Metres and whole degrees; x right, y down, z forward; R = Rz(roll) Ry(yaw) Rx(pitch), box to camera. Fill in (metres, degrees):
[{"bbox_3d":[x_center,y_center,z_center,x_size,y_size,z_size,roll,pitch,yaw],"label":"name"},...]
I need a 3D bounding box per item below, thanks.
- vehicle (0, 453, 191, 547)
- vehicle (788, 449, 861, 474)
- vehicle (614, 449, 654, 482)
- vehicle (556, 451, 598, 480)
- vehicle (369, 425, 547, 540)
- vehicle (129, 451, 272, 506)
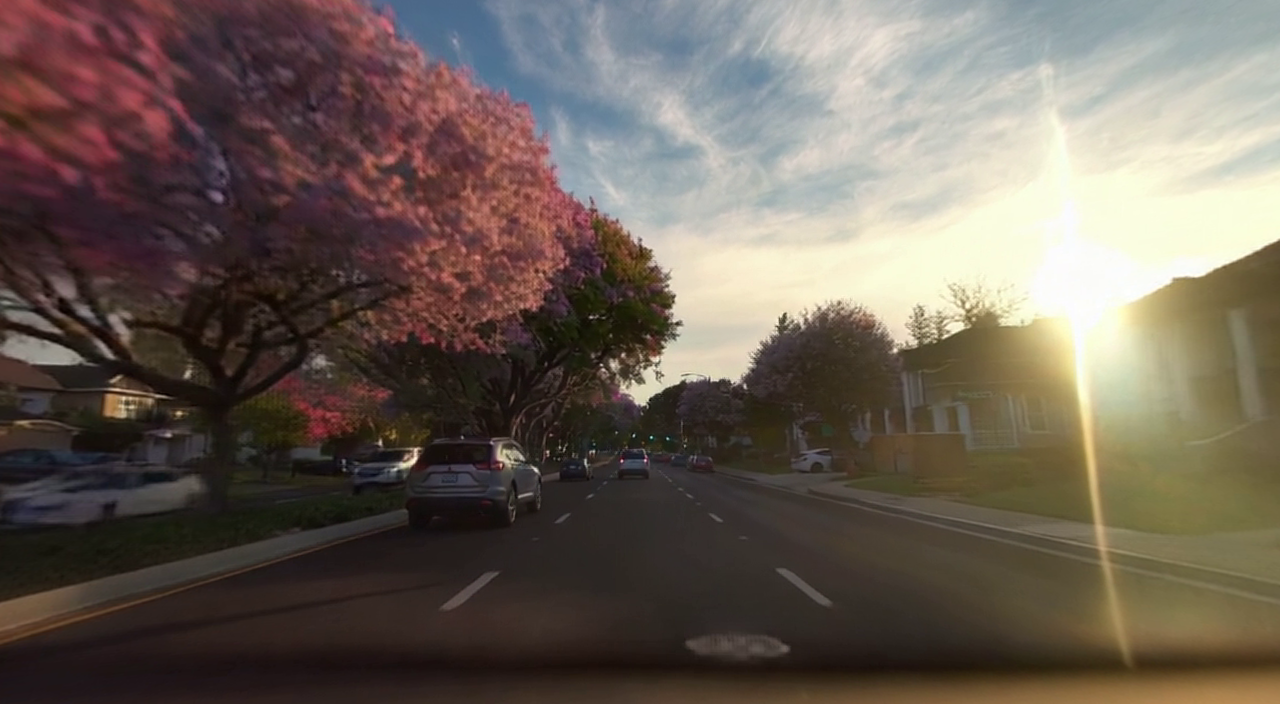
[{"bbox_3d":[-11.543,2.772,12.418,1.979,1.483,4.671,0,-9,0],"label":"vehicle"},{"bbox_3d":[12.627,7.521,43.452,4.482,1.678,1.890,-1,-9,7],"label":"vehicle"},{"bbox_3d":[-0.296,5.968,33.484,1.997,1.636,3.760,0,-8,0],"label":"vehicle"},{"bbox_3d":[-3.638,6.643,37.174,2.066,1.565,3.905,0,-8,1],"label":"vehicle"},{"bbox_3d":[-3.461,2.579,13.202,2.161,1.919,4.798,0,-8,2],"label":"vehicle"},{"bbox_3d":[-15.503,4.435,22.637,1.994,1.686,4.352,0,-8,0],"label":"vehicle"}]
